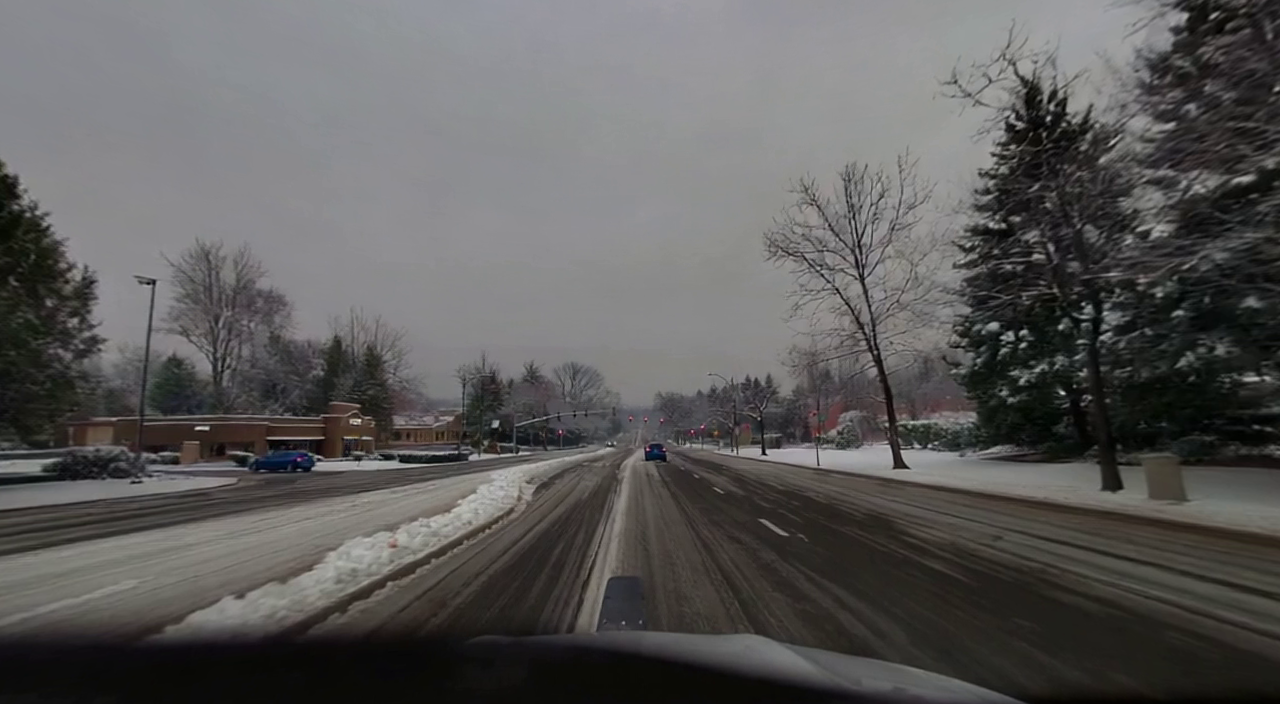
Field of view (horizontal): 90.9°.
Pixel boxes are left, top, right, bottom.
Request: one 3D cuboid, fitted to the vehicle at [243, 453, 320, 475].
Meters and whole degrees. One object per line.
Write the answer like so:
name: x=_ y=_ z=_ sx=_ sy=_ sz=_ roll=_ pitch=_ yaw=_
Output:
vehicle: x=-25.920 y=8.080 z=45.680 sx=4.438 sy=1.440 sz=1.782 roll=2 pitch=-9 yaw=-13
